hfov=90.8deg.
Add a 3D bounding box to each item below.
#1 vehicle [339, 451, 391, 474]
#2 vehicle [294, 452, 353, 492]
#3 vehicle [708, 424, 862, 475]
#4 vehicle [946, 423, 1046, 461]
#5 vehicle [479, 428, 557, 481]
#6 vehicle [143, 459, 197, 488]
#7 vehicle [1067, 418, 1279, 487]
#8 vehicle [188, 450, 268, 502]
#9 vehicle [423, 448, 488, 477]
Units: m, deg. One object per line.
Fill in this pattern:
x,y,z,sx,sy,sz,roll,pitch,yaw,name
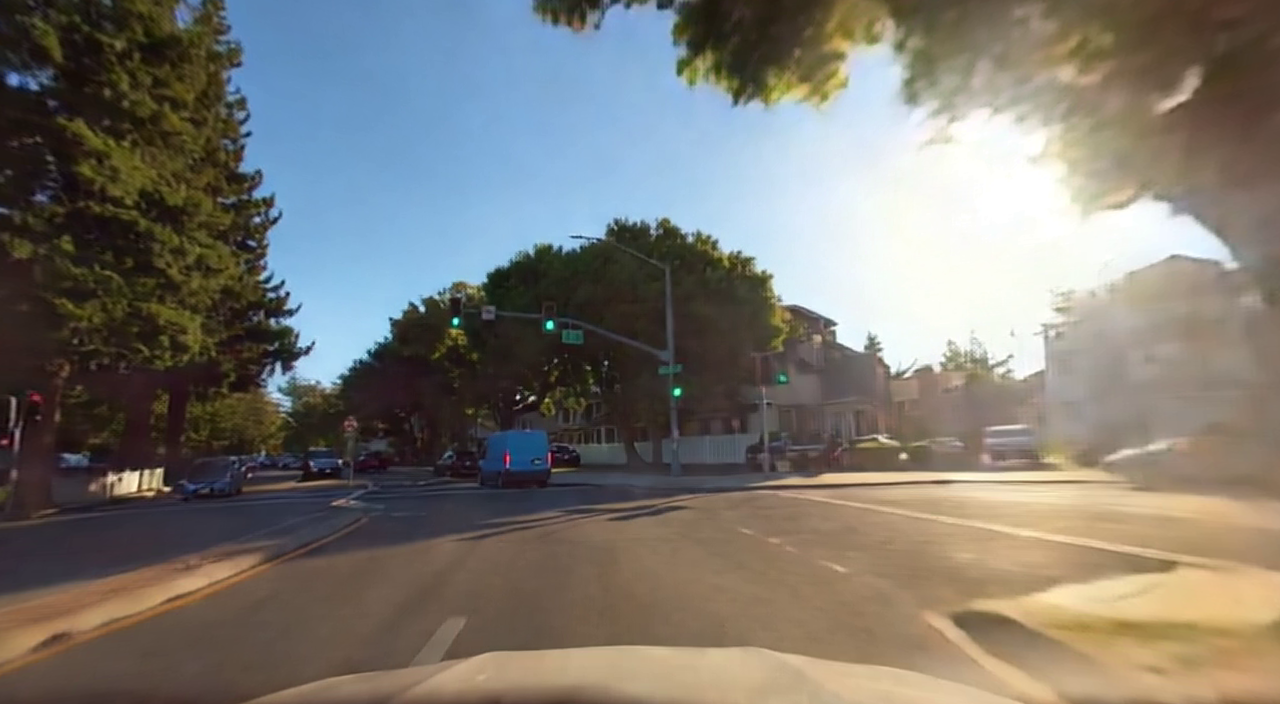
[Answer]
-20.116,8.025,46.071,4.291,1.493,1.911,-8,-11,44,vehicle
-13.104,4.896,26.183,1.952,1.461,4.377,4,-9,-26,vehicle
6.294,4.300,27.972,6.104,2.026,2.514,-7,-11,39,vehicle
18.731,4.704,33.274,4.268,1.765,1.989,-6,-6,37,vehicle
-5.501,4.494,27.990,2.213,2.124,4.809,4,-9,-25,vehicle
-30.980,8.002,41.575,4.290,1.497,2.093,-12,-10,42,vehicle
13.108,2.351,14.922,4.509,1.481,2.027,-3,-9,16,vehicle
-16.321,4.860,25.283,2.078,1.783,4.670,4,-9,-27,vehicle
-10.331,6.105,35.170,2.008,1.445,4.386,6,-10,-36,vehicle
